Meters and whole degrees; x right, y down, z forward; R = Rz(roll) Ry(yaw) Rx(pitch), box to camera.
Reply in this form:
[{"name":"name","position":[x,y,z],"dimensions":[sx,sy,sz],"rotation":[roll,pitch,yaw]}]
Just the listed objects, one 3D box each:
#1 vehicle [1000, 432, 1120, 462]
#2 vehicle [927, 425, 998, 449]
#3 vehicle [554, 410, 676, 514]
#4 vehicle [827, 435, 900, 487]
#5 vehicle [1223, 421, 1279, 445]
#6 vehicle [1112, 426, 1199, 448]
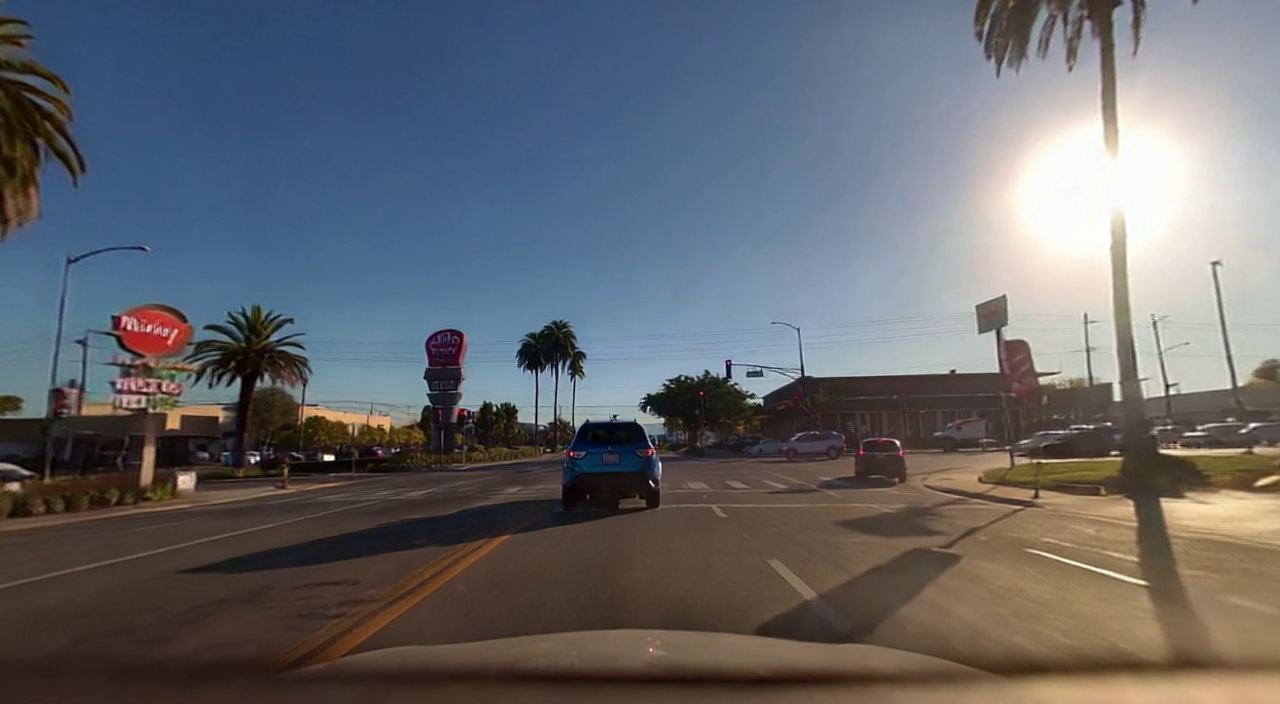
[{"name":"vehicle","position":[21.229,4.804,32.041],"dimensions":[4.745,1.474,1.923],"rotation":[0,-8,-3]},{"name":"vehicle","position":[25.007,6.641,49.021],"dimensions":[4.641,1.778,1.958],"rotation":[-6,-10,33]},{"name":"vehicle","position":[-0.462,2.394,14.155],"dimensions":[2.263,1.932,4.709],"rotation":[0,-8,0]},{"name":"vehicle","position":[7.604,3.718,21.929],"dimensions":[2.086,1.560,4.542],"rotation":[-2,-9,16]},{"name":"vehicle","position":[39.512,5.065,39.246],"dimensions":[4.527,1.458,1.778],"rotation":[-6,-10,34]},{"name":"vehicle","position":[36.767,6.100,45.224],"dimensions":[4.551,1.471,1.800],"rotation":[-5,-10,32]}]
